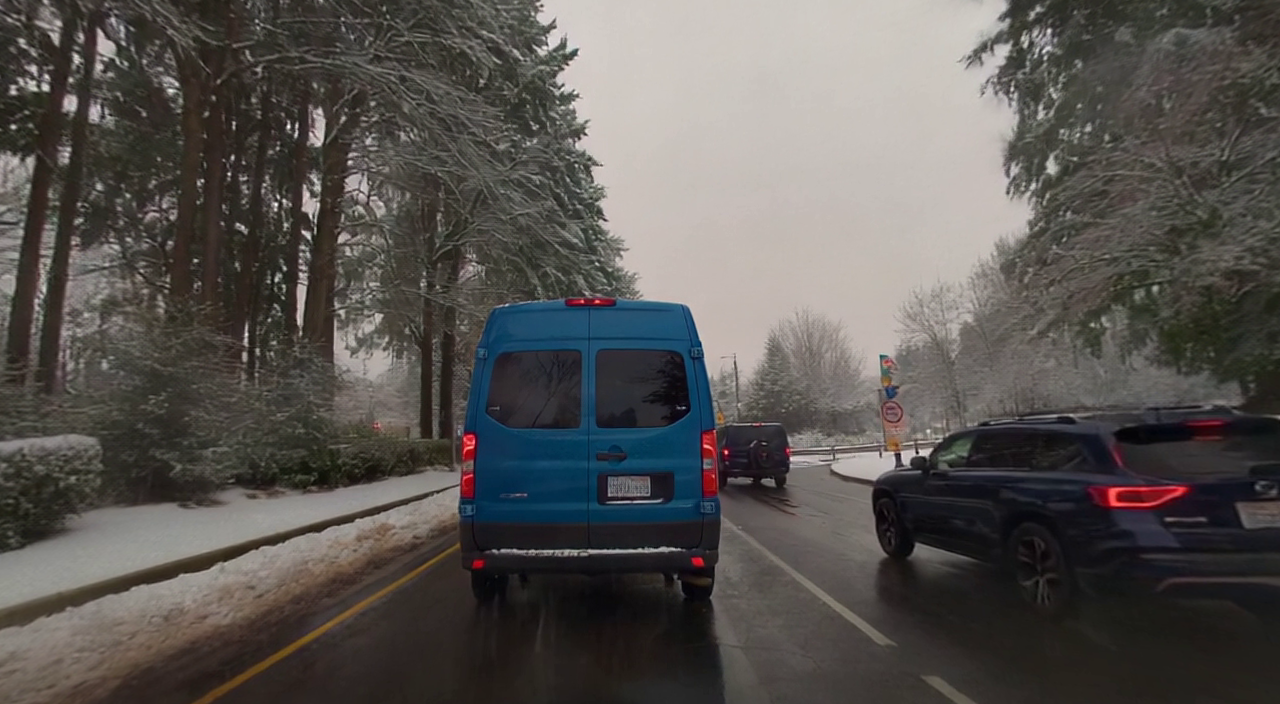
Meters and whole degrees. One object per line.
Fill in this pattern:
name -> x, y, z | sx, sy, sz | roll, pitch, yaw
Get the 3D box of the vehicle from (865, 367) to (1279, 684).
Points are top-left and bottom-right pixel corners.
vehicle -> 4.051, 1.277, 5.831 | 2.024, 1.692, 4.696 | 0, -9, -2

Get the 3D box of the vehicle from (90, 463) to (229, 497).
vehicle -> -22.419, 5.979, 29.658 | 4.726, 1.456, 1.873 | 2, -9, -11

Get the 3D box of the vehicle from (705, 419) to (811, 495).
vehicle -> 3.170, 2.935, 17.852 | 1.988, 1.873, 3.968 | 1, -9, -3

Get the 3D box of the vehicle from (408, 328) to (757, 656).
vehicle -> -0.361, 1.172, 6.161 | 2.145, 2.046, 4.309 | 0, -9, 0
